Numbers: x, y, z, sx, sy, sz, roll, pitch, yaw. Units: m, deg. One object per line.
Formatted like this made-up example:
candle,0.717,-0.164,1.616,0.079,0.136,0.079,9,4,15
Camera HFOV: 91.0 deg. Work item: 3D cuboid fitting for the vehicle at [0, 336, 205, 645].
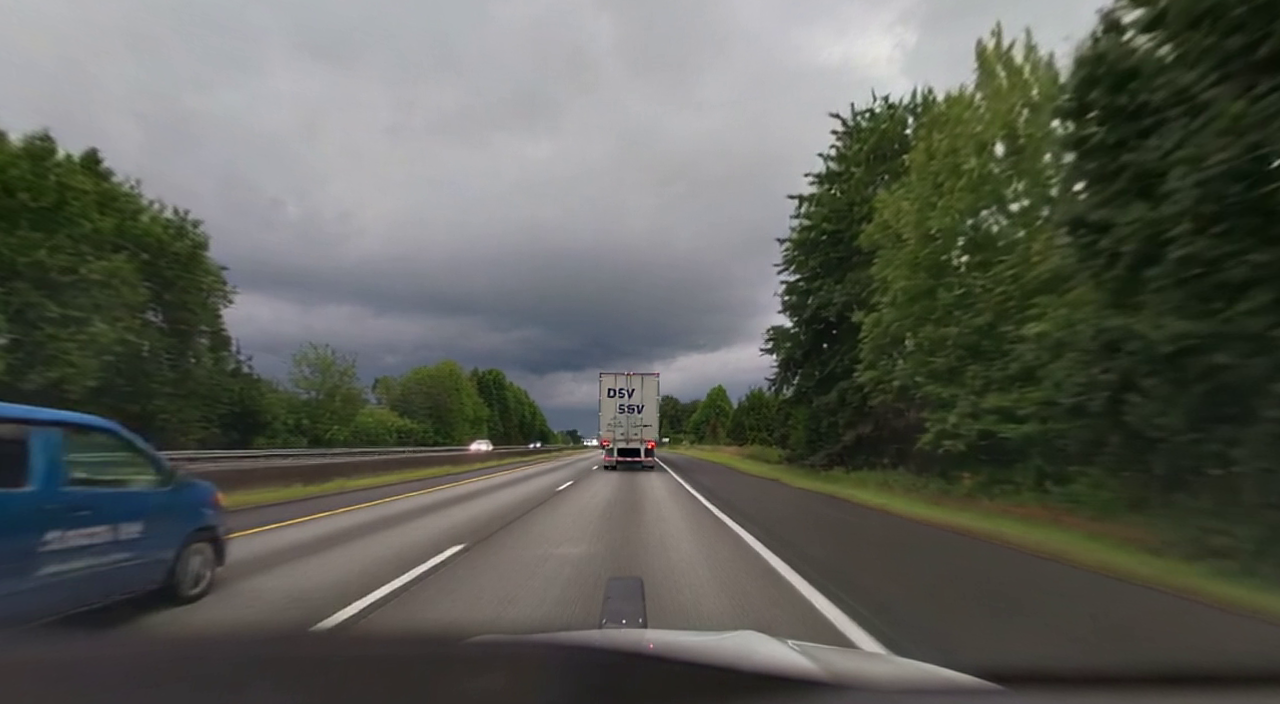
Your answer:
vehicle,-4.777,0.714,3.023,2.086,1.778,4.544,0,-8,0

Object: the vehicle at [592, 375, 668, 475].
vehicle,-0.542,3.620,30.083,2.969,3.957,10.270,0,-8,-2
